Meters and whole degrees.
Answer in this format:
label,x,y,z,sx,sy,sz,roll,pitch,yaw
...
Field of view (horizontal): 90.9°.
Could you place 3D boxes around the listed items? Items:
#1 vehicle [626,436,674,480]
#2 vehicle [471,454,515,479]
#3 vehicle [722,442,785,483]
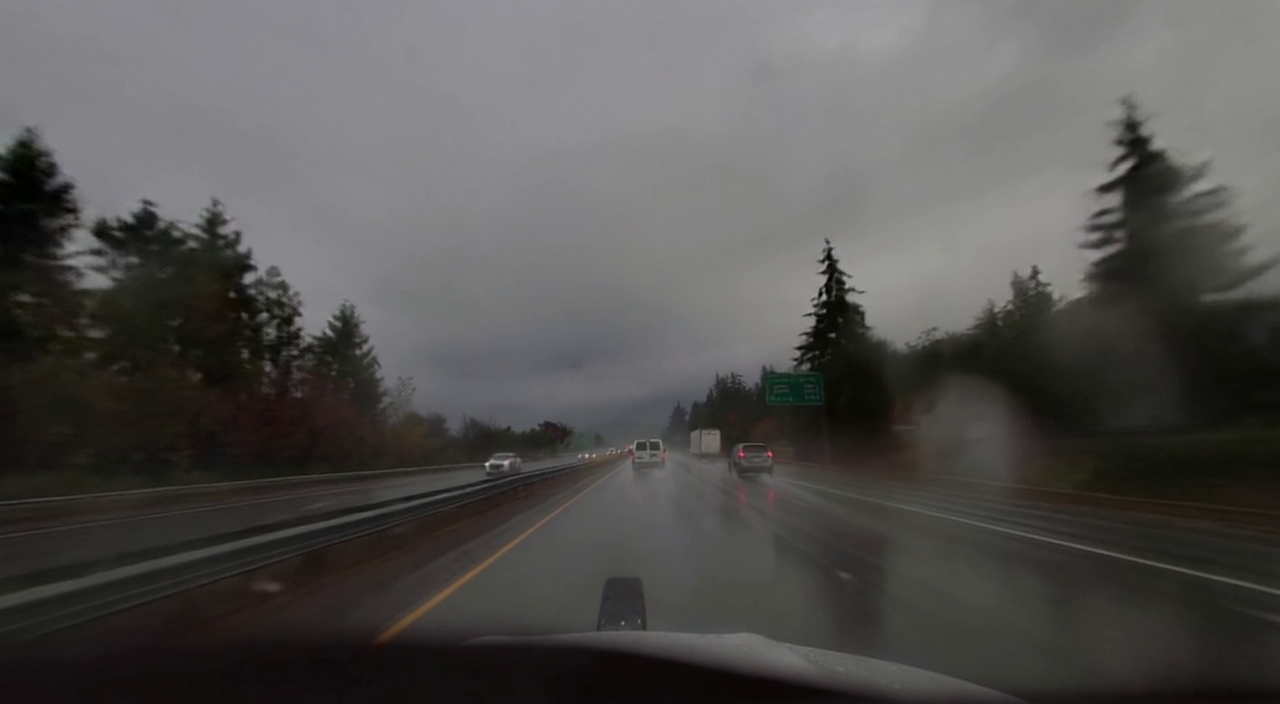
label,x,y,z,sx,sy,sz,roll,pitch,yaw
vehicle,0.446,5.039,30.209,2.143,1.925,4.101,0,-9,0
vehicle,-9.488,7.407,41.064,1.827,1.488,4.455,0,-9,0
vehicle,4.598,4.547,26.120,1.868,1.566,3.509,0,-9,-1
